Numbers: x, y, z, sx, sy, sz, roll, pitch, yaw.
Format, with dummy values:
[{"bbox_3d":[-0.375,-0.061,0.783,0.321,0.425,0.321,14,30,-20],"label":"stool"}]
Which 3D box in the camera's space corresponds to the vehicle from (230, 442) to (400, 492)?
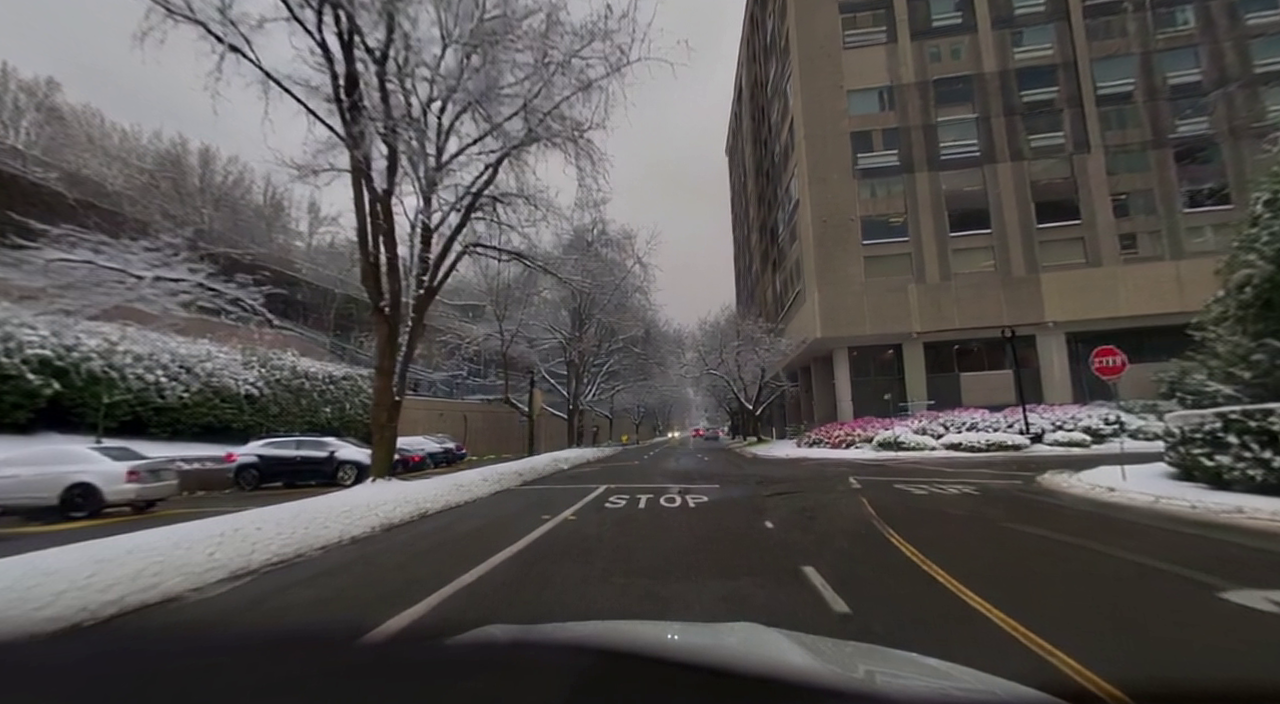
[{"bbox_3d":[-10.650,3.732,20.881,4.694,1.447,2.137,5,-10,-30],"label":"vehicle"}]
